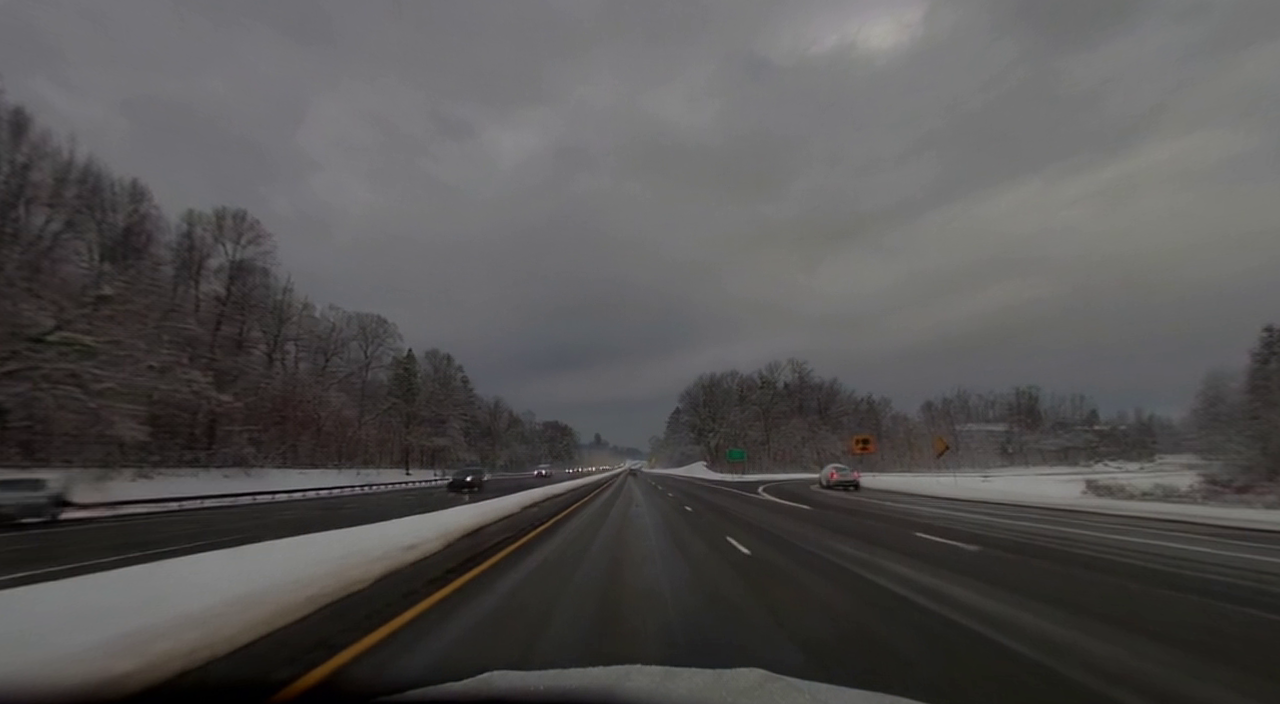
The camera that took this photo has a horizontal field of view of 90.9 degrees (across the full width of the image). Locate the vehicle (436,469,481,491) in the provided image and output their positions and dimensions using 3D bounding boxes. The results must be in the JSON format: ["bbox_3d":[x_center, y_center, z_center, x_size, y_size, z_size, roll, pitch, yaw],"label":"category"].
[{"bbox_3d":[-13.198,9.340,46.182,1.956,1.478,4.565,1,-10,0],"label":"vehicle"}]

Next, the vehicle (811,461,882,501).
[{"bbox_3d":[9.066,5.707,28.089,1.951,1.566,4.616,0,-10,5],"label":"vehicle"}]
